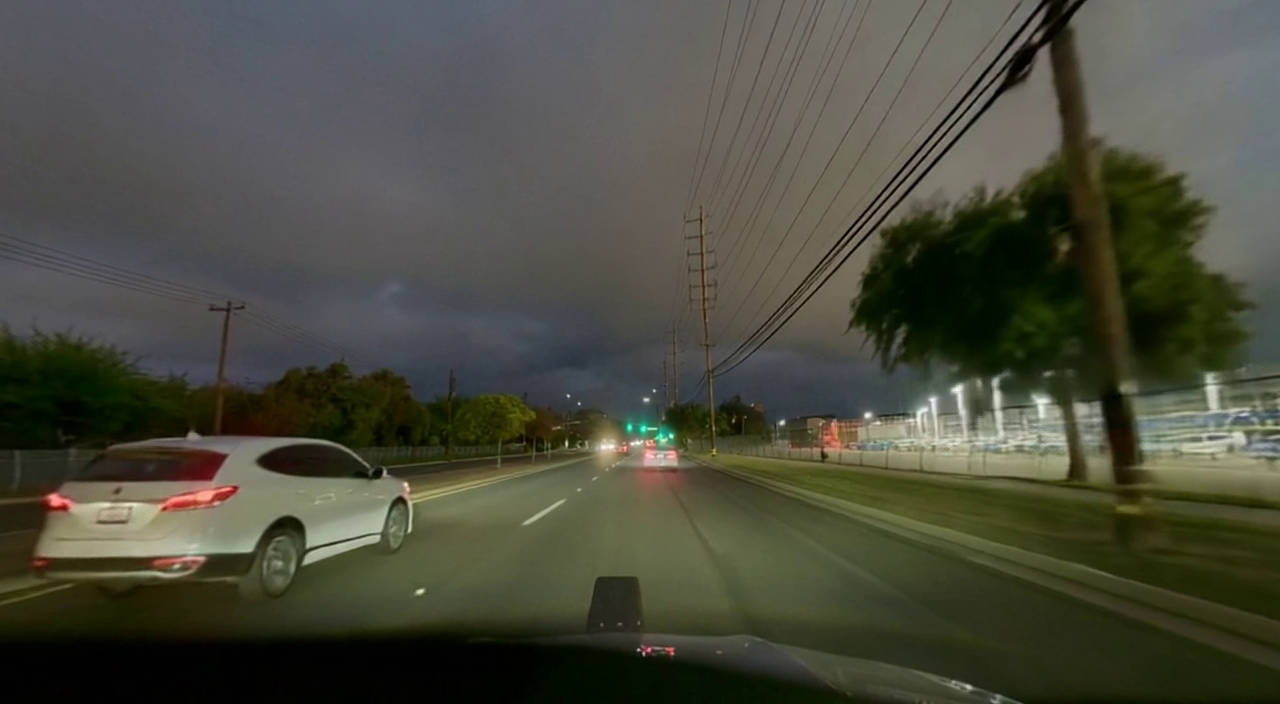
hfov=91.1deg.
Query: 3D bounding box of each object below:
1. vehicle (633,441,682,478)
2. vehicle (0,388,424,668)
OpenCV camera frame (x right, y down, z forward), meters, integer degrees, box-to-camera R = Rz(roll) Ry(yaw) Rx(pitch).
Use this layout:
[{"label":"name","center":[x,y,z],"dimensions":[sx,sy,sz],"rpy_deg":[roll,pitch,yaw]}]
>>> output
[{"label":"vehicle","center":[0.764,4.770,28.178],"dimensions":[2.059,1.486,3.980],"rpy_deg":[-1,-8,1]},{"label":"vehicle","center":[-3.872,1.392,6.089],"dimensions":[1.950,1.692,4.397],"rpy_deg":[0,-8,0]}]
